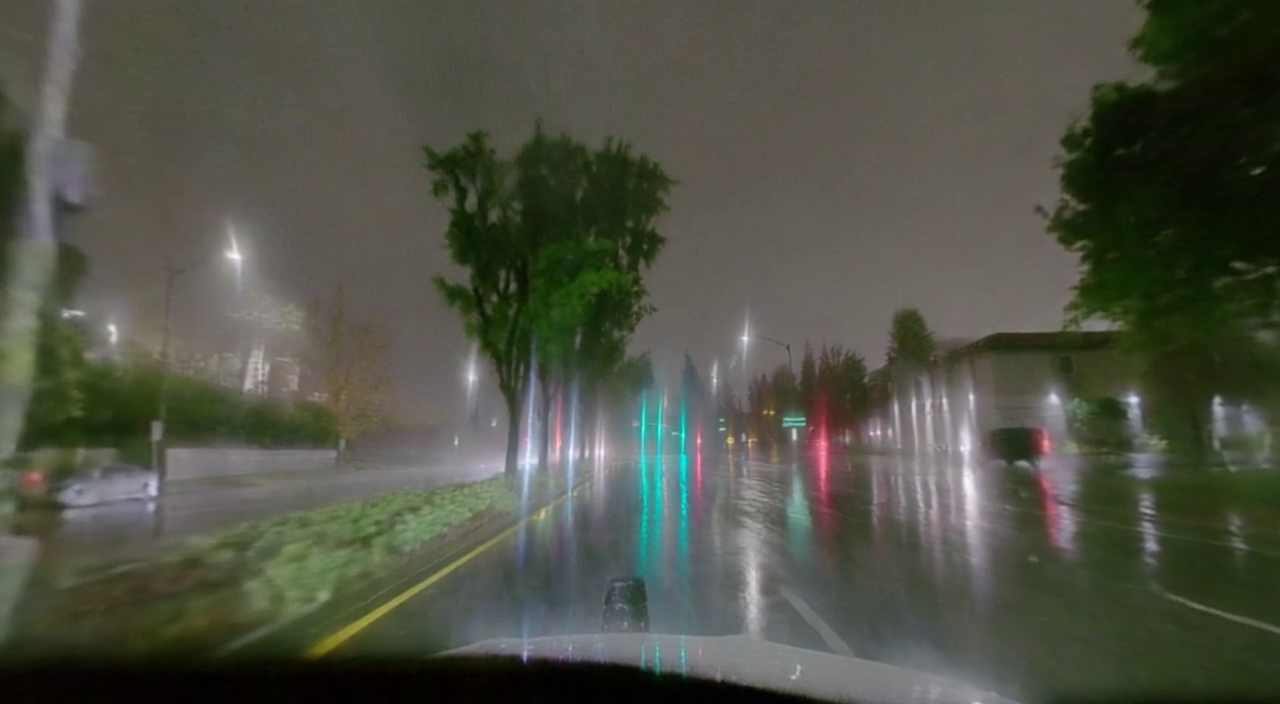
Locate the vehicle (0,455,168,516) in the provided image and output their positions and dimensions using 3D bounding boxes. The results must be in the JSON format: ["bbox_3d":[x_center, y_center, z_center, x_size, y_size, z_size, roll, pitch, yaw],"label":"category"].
[{"bbox_3d":[-18.193,4.344,20.910,1.808,1.488,4.202,-2,-6,1],"label":"vehicle"}]

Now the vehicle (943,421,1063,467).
[{"bbox_3d":[21.810,5.565,38.153,5.506,2.643,2.681,0,-8,3],"label":"vehicle"}]
